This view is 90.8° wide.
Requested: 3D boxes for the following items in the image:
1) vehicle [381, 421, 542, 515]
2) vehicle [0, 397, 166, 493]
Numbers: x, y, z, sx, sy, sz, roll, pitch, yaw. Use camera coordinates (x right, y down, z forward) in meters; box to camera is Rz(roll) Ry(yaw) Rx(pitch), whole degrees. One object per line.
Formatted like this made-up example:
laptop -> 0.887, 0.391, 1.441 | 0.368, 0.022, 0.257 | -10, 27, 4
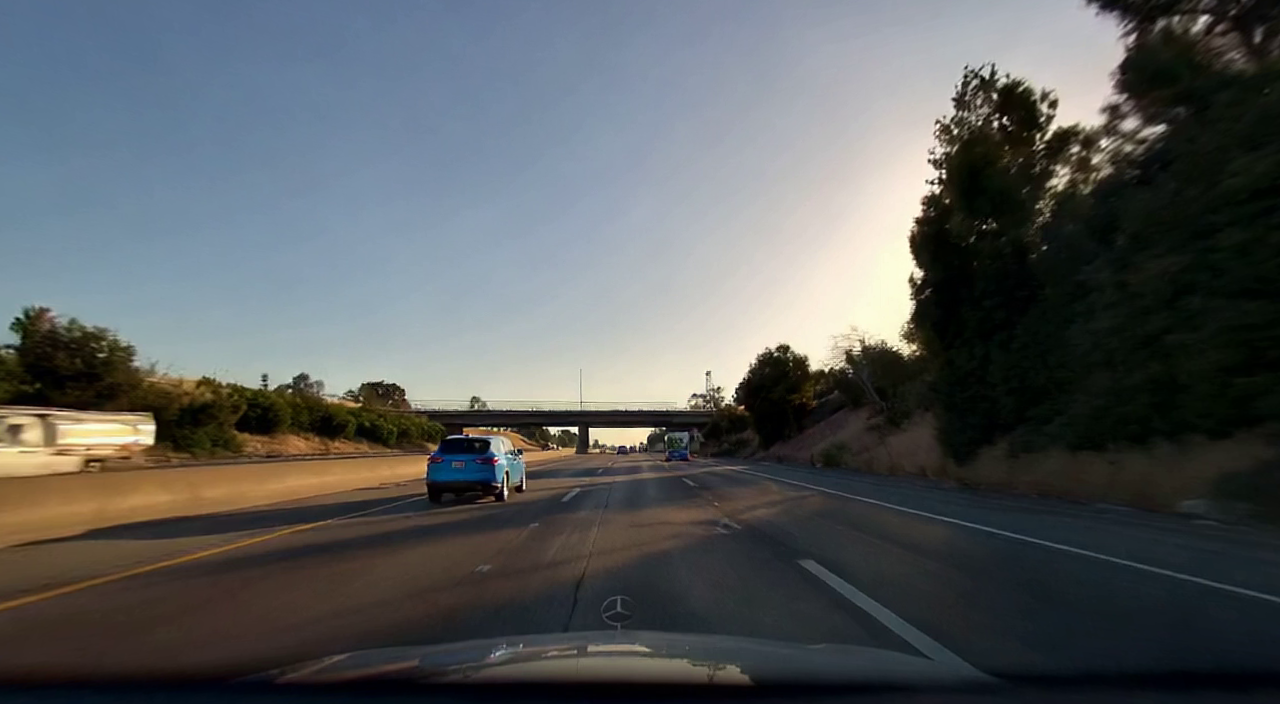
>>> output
vehicle -> -3.789, 2.581, 14.578 | 2.205, 1.773, 5.124 | 0, -9, 0
vehicle -> -23.226, 3.551, 23.963 | 3.211, 3.197, 9.419 | 0, -9, -1
